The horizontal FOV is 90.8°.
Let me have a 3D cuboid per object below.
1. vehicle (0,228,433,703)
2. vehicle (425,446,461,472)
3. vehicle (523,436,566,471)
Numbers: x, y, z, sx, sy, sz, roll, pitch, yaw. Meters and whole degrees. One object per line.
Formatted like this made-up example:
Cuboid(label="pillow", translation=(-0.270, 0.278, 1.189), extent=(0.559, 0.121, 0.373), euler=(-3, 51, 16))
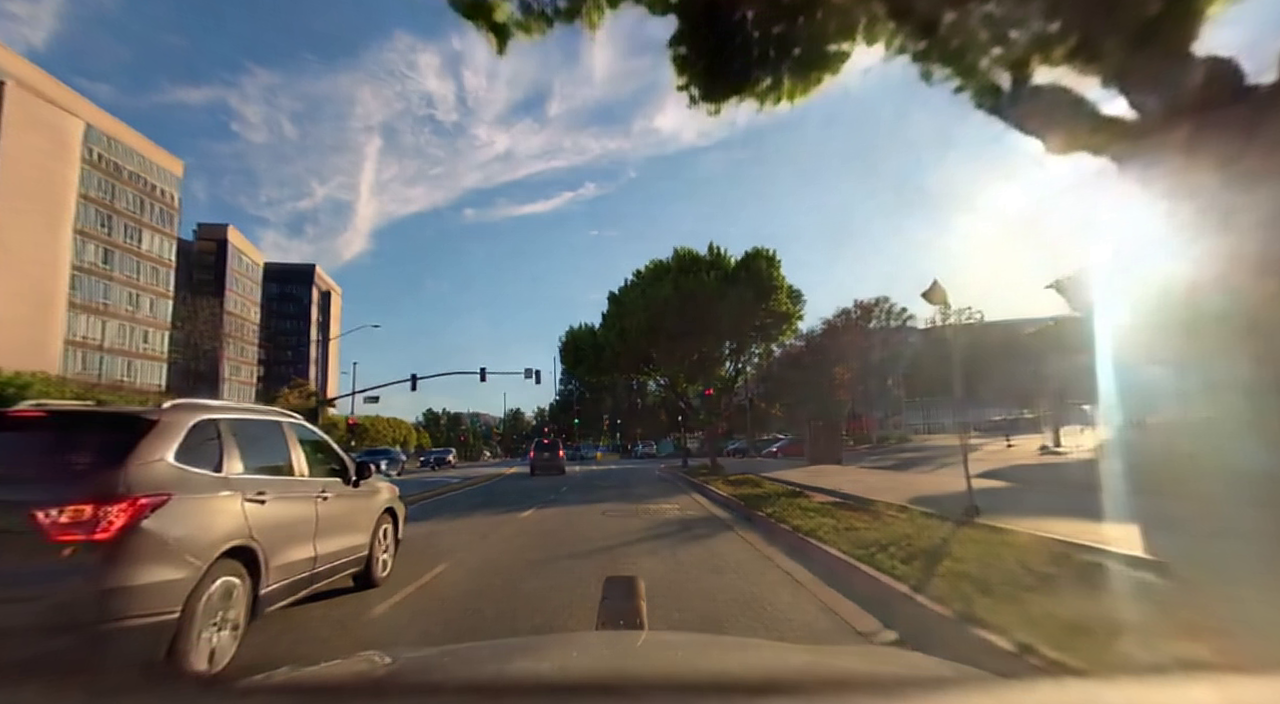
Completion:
Cuboid(label="vehicle", translation=(-3.357, 0.761, 3.437), extent=(2.509, 1.885, 5.831), euler=(0, -9, 0))
Cuboid(label="vehicle", translation=(-13.102, 7.110, 42.254), extent=(1.925, 1.631, 4.250), euler=(2, -9, -12))
Cuboid(label="vehicle", translation=(-5.302, 5.689, 35.646), extent=(2.134, 1.799, 5.082), euler=(1, -9, -6))
